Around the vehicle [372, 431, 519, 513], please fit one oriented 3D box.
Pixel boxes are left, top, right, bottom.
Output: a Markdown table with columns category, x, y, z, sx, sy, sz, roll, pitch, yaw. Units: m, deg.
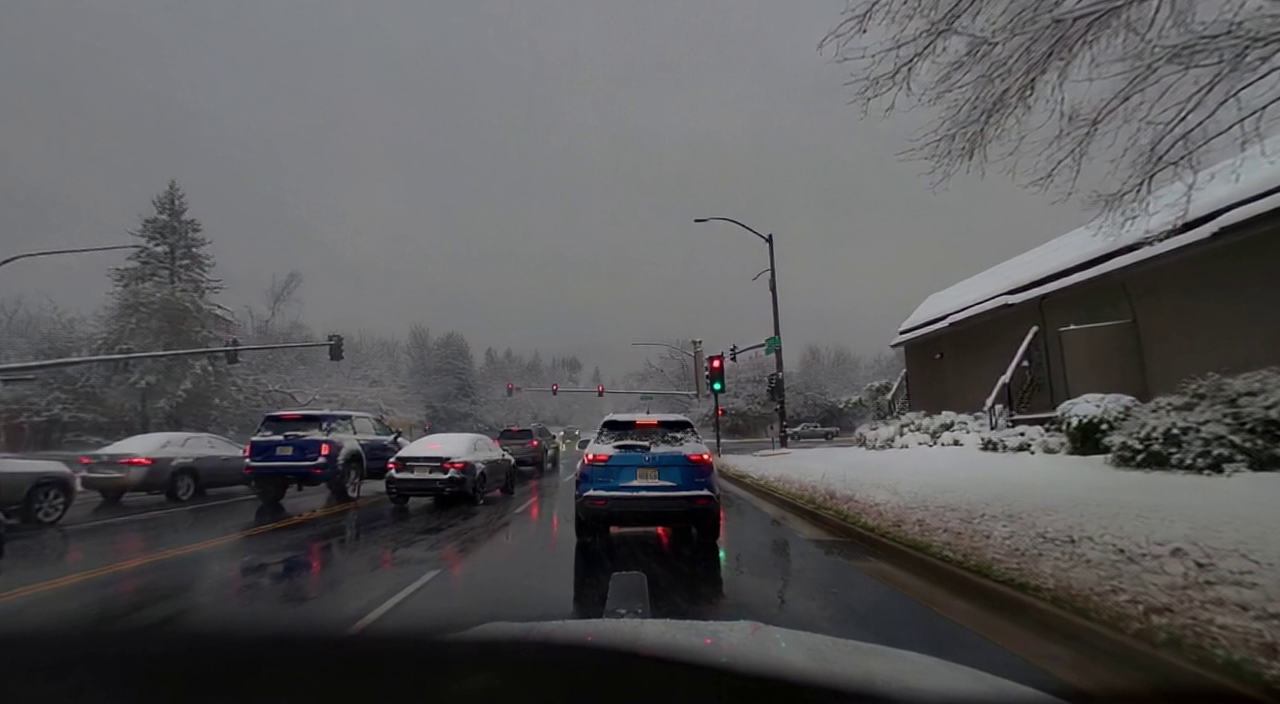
| category | x | y | z | sx | sy | sz | roll | pitch | yaw |
| --- | --- | --- | --- | --- | --- | --- | --- | --- | --- |
| vehicle | -4.080 | 2.587 | 14.083 | 1.942 | 1.523 | 4.212 | 0 | -9 | 0 |

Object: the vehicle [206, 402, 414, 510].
| category | x | y | z | sx | sy | sz | roll | pitch | yaw |
| --- | --- | --- | --- | --- | --- | --- | --- | --- | --- |
| vehicle | -7.387 | 2.429 | 15.013 | 2.195 | 2.093 | 5.185 | 0 | -9 | -1 |

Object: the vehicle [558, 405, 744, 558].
| category | x | y | z | sx | sy | sz | roll | pitch | yaw |
| --- | --- | --- | --- | --- | --- | --- | --- | --- | --- |
| vehicle | 0.101 | 1.760 | 9.206 | 2.055 | 1.681 | 4.270 | 0 | -9 | -1 |

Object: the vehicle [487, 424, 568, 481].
| category | x | y | z | sx | sy | sz | roll | pitch | yaw |
| --- | --- | --- | --- | --- | --- | --- | --- | --- | --- |
| vehicle | -3.918 | 3.611 | 22.780 | 2.043 | 1.813 | 4.549 | 0 | -9 | 0 |

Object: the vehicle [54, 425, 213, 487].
| category | x | y | z | sx | sy | sz | roll | pitch | yaw |
| --- | --- | --- | --- | --- | --- | --- | --- | --- | --- |
| vehicle | -17.674 | 3.655 | 22.395 | 2.136 | 1.976 | 4.342 | 0 | -9 | -3 |
